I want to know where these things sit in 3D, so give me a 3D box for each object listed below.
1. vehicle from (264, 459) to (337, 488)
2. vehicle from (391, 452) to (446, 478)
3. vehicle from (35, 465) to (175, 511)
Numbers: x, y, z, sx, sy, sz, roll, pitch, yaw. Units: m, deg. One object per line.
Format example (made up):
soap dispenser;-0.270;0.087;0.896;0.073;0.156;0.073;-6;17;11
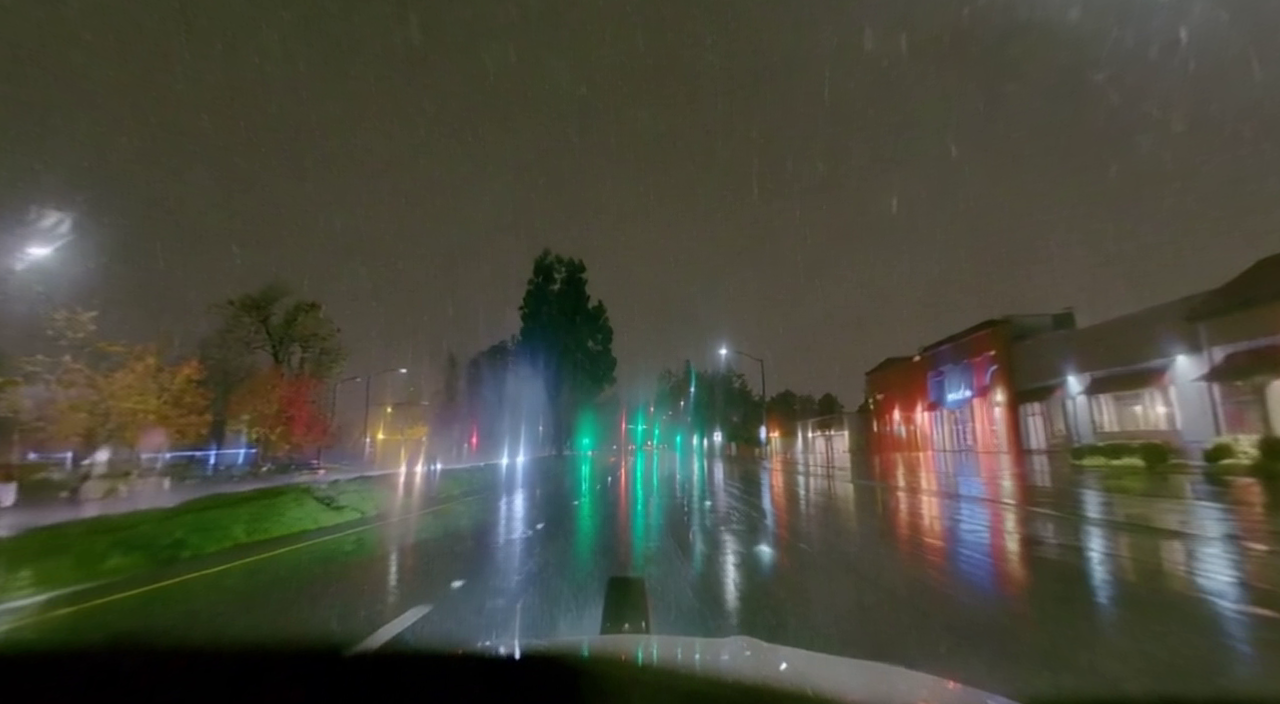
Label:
vehicle;-21.521;7.693;40.192;1.881;1.537;4.611;-3;-9;3
vehicle;-14.118;7.175;40.408;1.829;1.505;4.275;-1;-8;1
vehicle;-21.879;5.547;26.068;1.885;1.504;4.359;-3;-9;2
